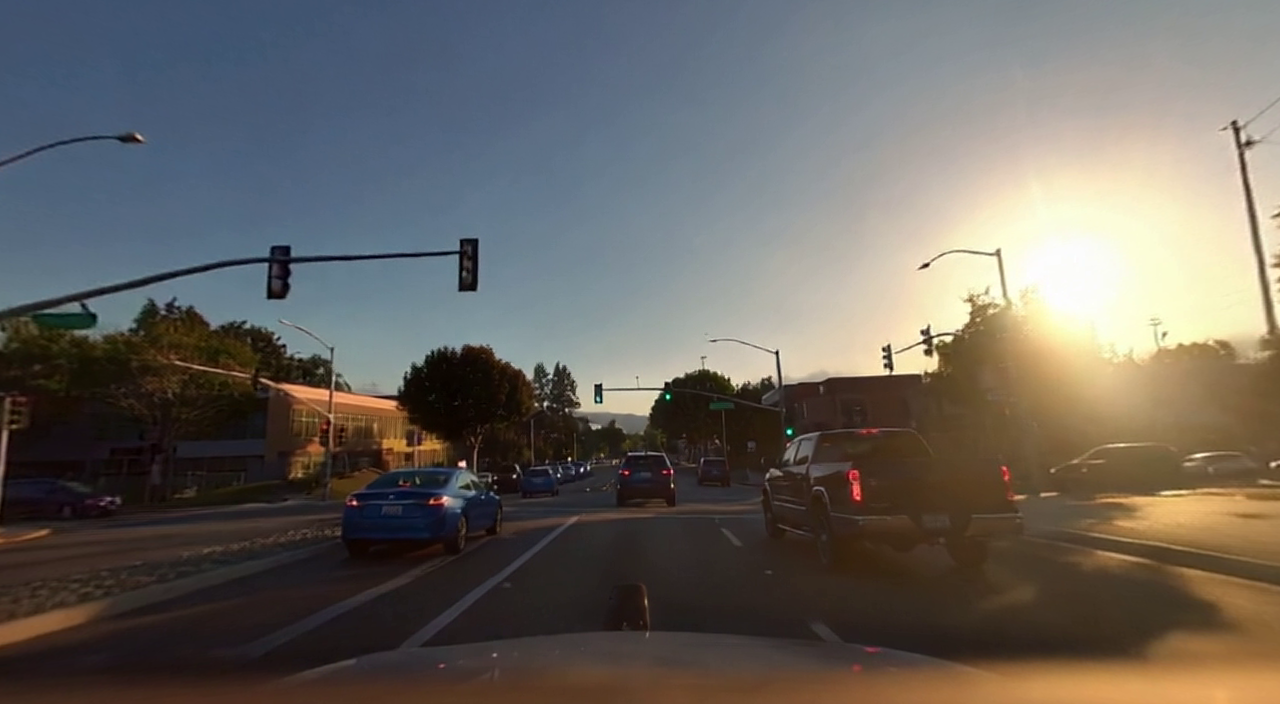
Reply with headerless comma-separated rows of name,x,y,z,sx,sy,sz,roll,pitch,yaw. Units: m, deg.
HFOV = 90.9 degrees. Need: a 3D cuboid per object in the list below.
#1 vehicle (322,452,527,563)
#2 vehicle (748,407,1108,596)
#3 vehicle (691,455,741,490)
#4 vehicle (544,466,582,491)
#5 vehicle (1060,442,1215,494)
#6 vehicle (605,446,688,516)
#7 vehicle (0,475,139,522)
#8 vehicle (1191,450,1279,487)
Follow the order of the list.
vehicle,-3.393,2.521,11.097,1.909,1.476,4.751,0,-9,0
vehicle,3.349,1.929,9.242,2.571,1.857,5.841,0,-9,1
vehicle,4.472,7.172,38.003,2.408,1.908,5.355,0,-9,1
vehicle,-5.101,8.428,42.222,1.882,1.342,3.755,-4,-9,2
vehicle,19.970,4.637,25.487,4.437,1.863,2.068,-1,-7,1
vehicle,0.218,3.593,18.072,2.113,1.768,3.901,0,-9,2
vehicle,-23.378,5.823,25.082,5.100,1.533,2.032,-2,-9,-1
vehicle,25.027,4.701,25.356,4.180,1.376,1.583,1,-9,0
